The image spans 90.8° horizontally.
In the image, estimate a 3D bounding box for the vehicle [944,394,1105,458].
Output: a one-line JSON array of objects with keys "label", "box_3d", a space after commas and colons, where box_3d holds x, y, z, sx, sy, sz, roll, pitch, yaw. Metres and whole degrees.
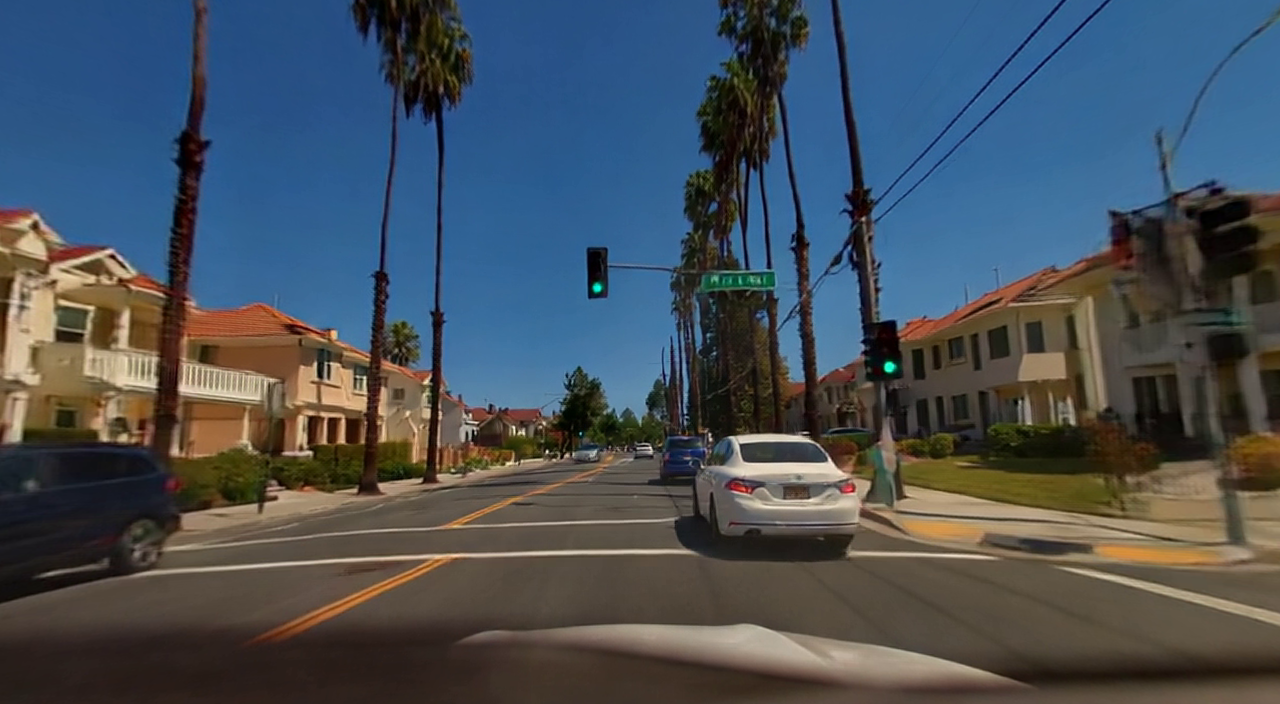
[{"label": "vehicle", "box_3d": [17.671, 3.436, 29.269, 5.880, 2.540, 2.003, -3, -6, 2]}]

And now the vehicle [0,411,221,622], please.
[{"label": "vehicle", "box_3d": [-6.594, 1.522, 5.967, 2.069, 1.820, 4.388, -3, -6, 5]}]

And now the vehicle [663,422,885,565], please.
[{"label": "vehicle", "box_3d": [1.555, 1.899, 9.263, 2.096, 1.552, 4.519, 0, -9, -2]}]
